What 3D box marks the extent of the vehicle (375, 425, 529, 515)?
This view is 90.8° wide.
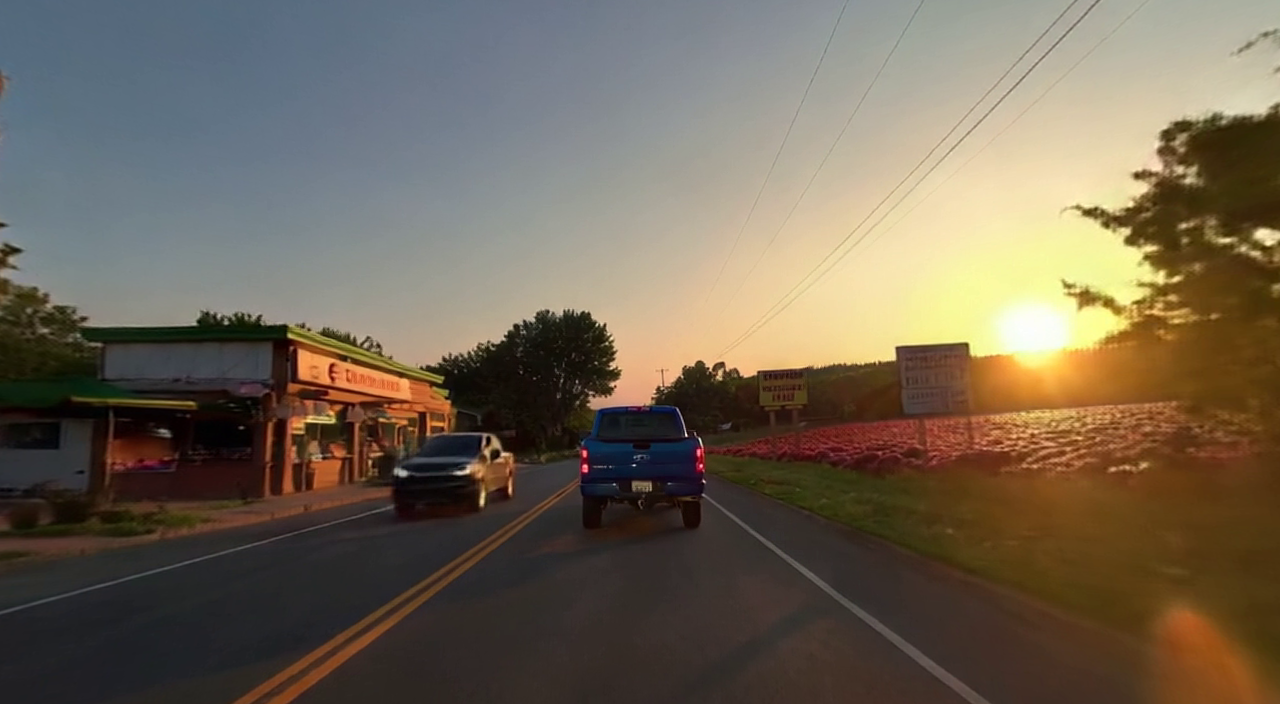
[{"bbox_3d":[-4.091,2.654,14.745,2.190,1.746,4.616,0,-8,0],"label":"vehicle"}]

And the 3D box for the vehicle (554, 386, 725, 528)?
[{"bbox_3d":[-0.089,2.089,13.008,2.693,2.223,5.885,0,-8,-2],"label":"vehicle"}]
